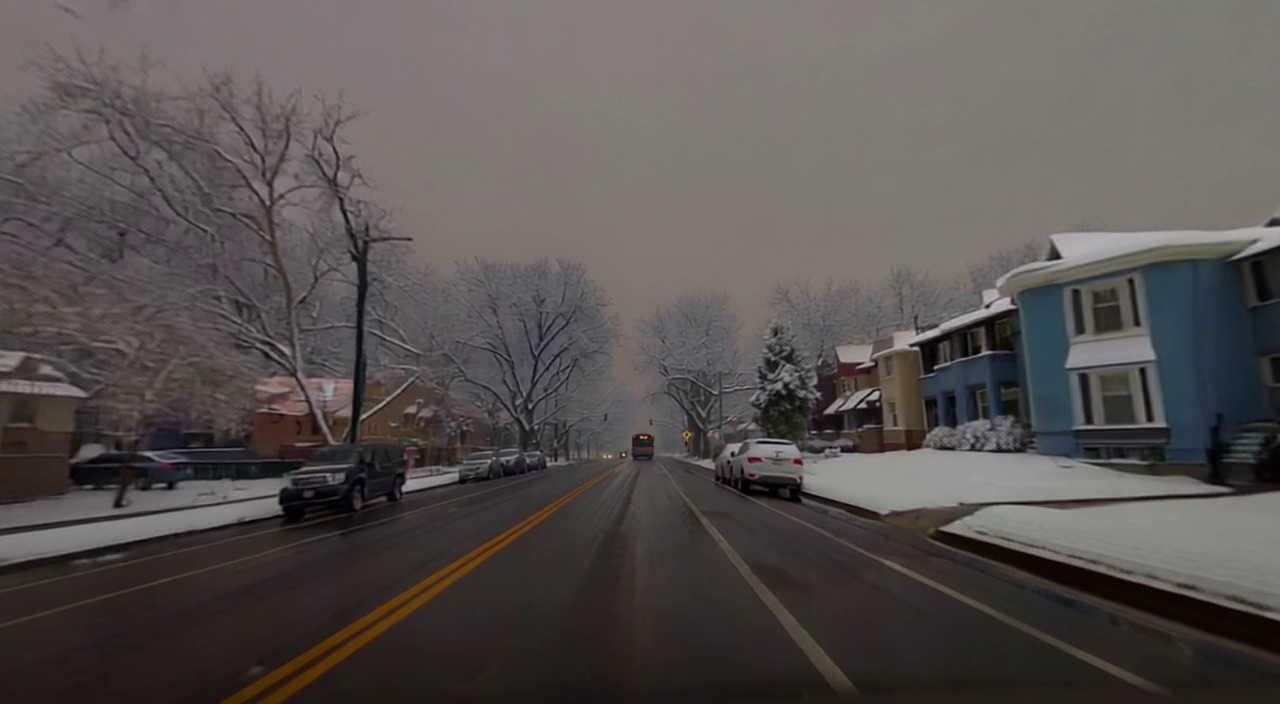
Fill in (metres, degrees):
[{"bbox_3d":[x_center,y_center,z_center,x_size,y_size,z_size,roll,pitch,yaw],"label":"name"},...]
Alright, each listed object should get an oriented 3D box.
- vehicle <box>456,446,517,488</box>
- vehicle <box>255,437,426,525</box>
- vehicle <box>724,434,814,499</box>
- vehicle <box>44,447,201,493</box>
[{"bbox_3d":[-7.702,5.781,32.189,1.898,1.755,4.603,-5,-8,0],"label":"vehicle"},{"bbox_3d":[-7.945,3.398,17.472,2.094,1.840,5.450,-5,-8,0],"label":"vehicle"},{"bbox_3d":[4.340,3.944,22.080,2.060,1.833,4.927,5,-9,1],"label":"vehicle"},{"bbox_3d":[-19.801,4.512,24.330,4.197,1.659,2.059,0,-8,0],"label":"vehicle"}]
